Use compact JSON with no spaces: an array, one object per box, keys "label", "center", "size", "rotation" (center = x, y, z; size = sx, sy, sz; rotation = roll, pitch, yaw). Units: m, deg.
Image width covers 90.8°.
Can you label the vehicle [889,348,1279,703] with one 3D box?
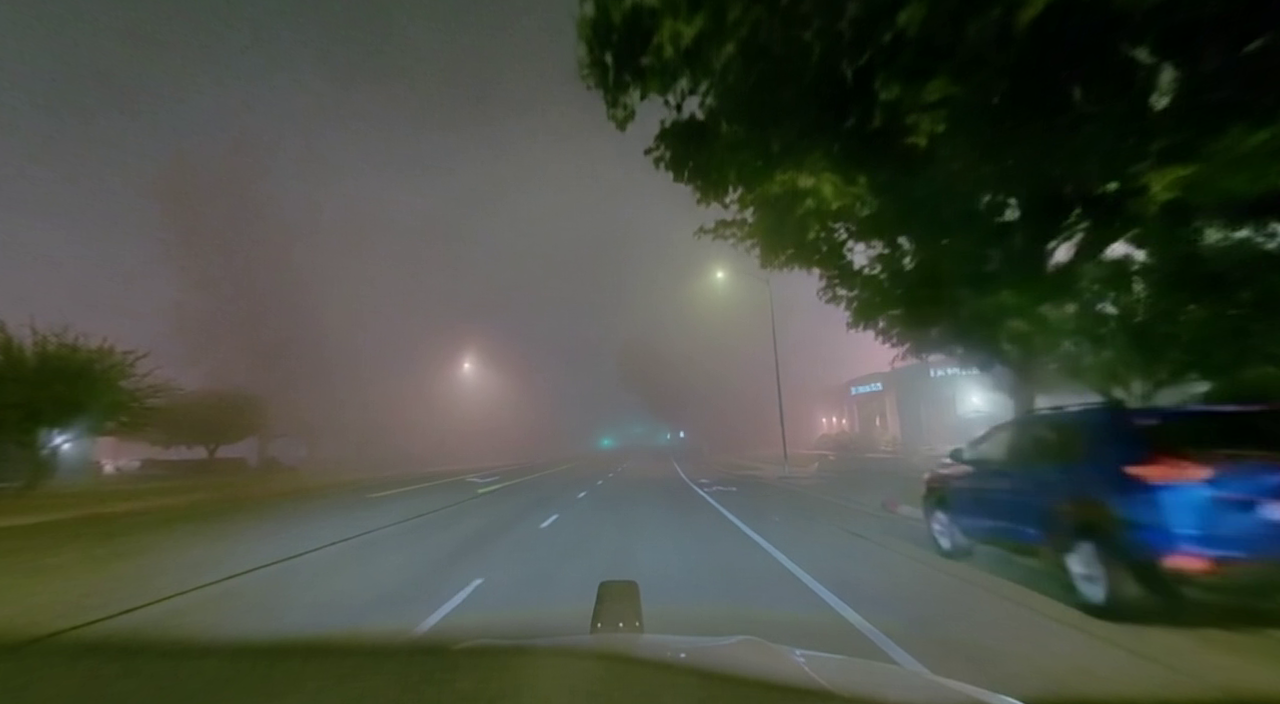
[{"label":"vehicle","center":[4.293,1.222,5.508],"size":[2.228,1.814,4.576],"rotation":[0,-9,-2]}]
